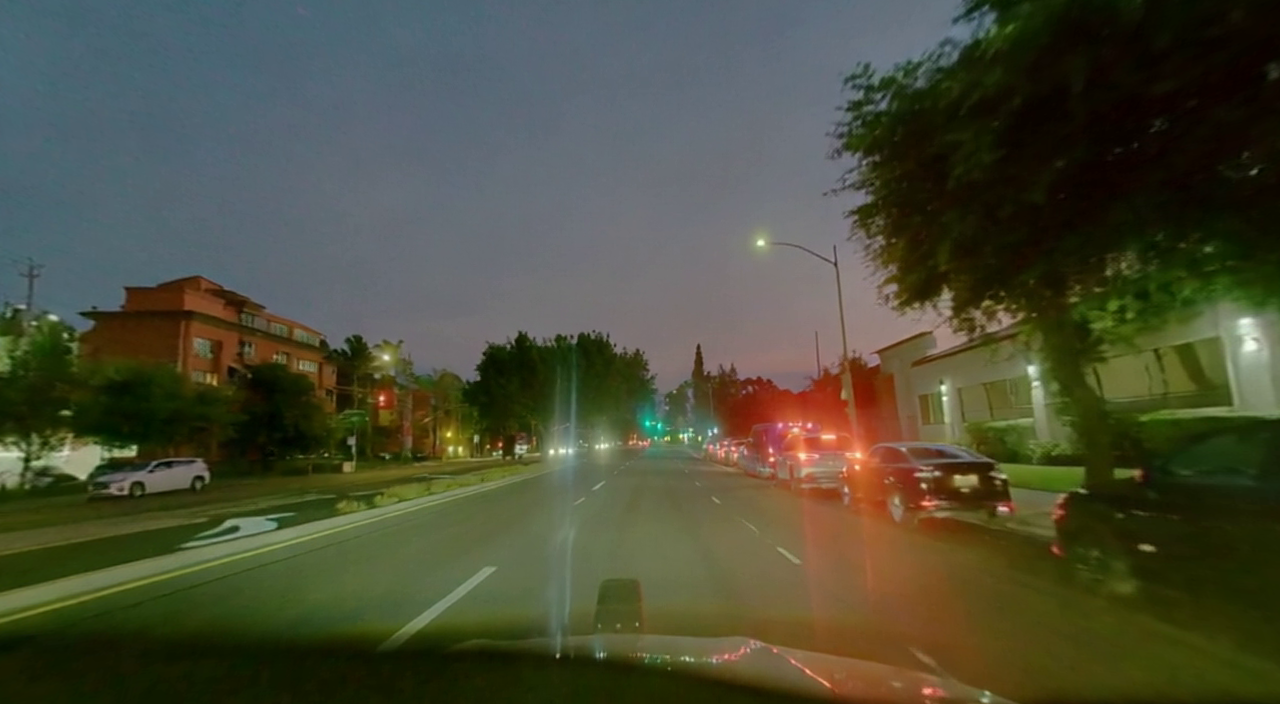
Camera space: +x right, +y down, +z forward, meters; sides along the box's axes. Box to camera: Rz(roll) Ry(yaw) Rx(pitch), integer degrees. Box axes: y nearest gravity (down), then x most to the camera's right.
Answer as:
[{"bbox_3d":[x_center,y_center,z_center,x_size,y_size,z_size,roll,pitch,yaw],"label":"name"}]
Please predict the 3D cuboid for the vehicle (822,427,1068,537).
[{"bbox_3d":[4.765,2.080,10.801,1.973,1.465,4.440,0,-8,0],"label":"vehicle"}]

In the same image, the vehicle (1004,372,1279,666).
[{"bbox_3d":[4.681,0.932,3.485,2.051,1.663,5.441,0,-8,-1],"label":"vehicle"}]

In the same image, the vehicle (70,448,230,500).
[{"bbox_3d":[-19.026,4.719,24.936,2.166,1.804,4.897,-1,-8,3],"label":"vehicle"}]

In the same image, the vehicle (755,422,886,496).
[{"bbox_3d":[4.774,2.920,17.584,2.304,1.760,4.630,0,-8,1],"label":"vehicle"}]
